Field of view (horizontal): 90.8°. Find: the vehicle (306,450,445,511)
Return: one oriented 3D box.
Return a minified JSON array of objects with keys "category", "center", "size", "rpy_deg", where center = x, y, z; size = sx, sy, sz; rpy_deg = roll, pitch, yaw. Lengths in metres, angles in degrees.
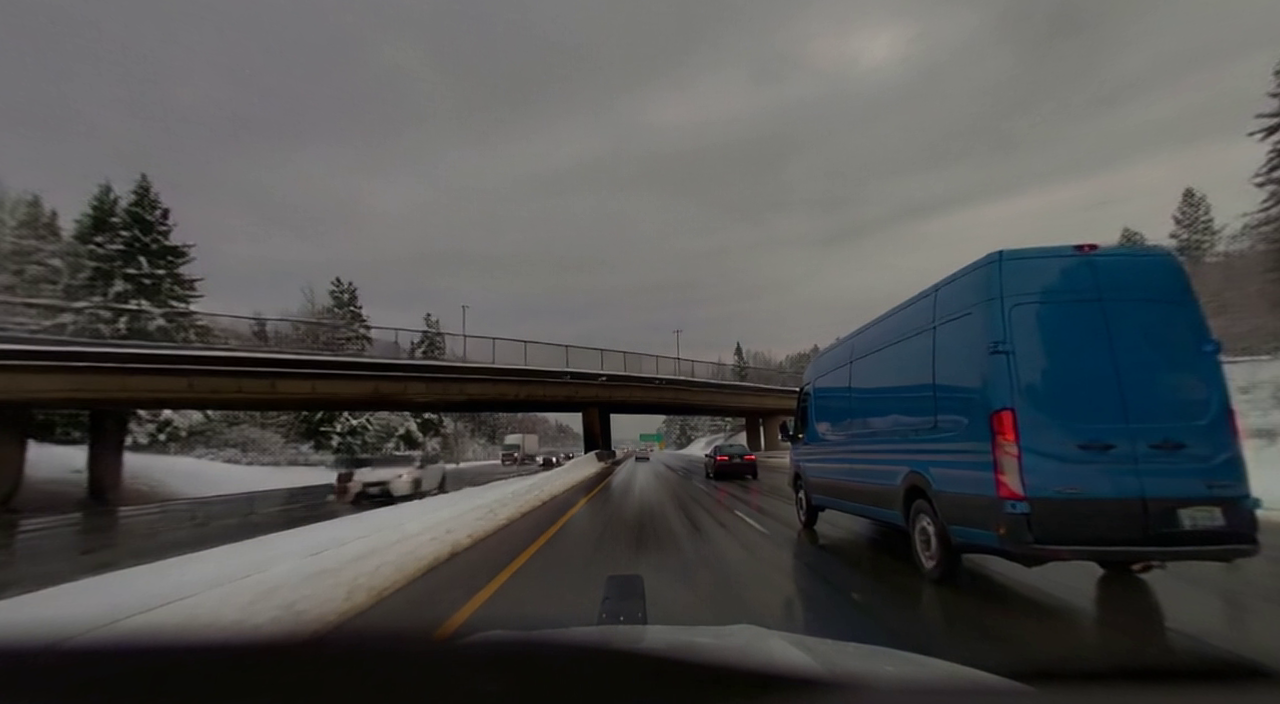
[{"category":"vehicle","center":[-7.685,3.744,18.928],"size":[2.106,1.549,4.622],"rpy_deg":[0,-9,1]}]

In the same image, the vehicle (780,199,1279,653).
[{"category":"vehicle","center":[3.797,0.964,7.831],"size":[2.460,3.155,6.902],"rpy_deg":[0,-9,0]}]

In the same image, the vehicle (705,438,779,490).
[{"category":"vehicle","center":[3.663,4.131,23.455],"size":[2.009,1.731,4.149],"rpy_deg":[0,-9,-1]}]
